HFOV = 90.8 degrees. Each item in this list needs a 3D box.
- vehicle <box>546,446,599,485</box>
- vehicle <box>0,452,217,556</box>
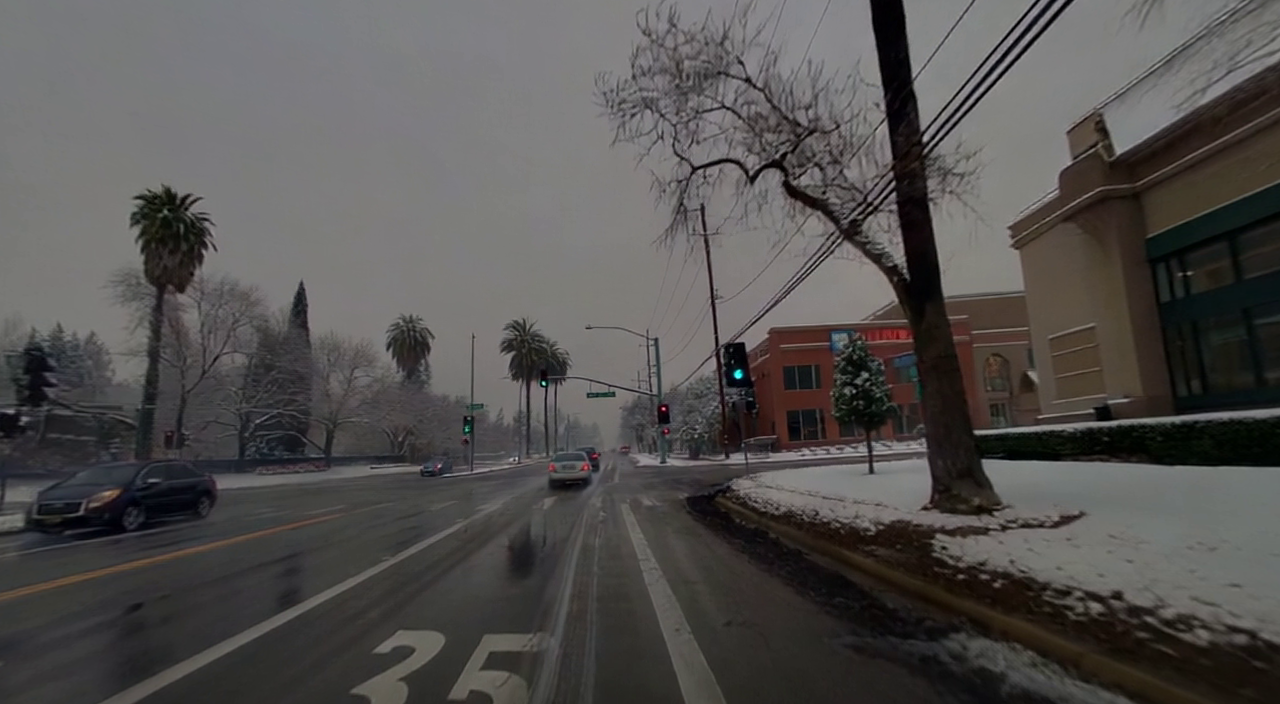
[{"bbox_3d":[-2.769,4.761,26.813,2.063,1.474,4.334,0,-8,-3],"label":"vehicle"},{"bbox_3d":[-11.945,3.163,13.969,2.050,1.811,4.752,0,-8,-3],"label":"vehicle"}]
